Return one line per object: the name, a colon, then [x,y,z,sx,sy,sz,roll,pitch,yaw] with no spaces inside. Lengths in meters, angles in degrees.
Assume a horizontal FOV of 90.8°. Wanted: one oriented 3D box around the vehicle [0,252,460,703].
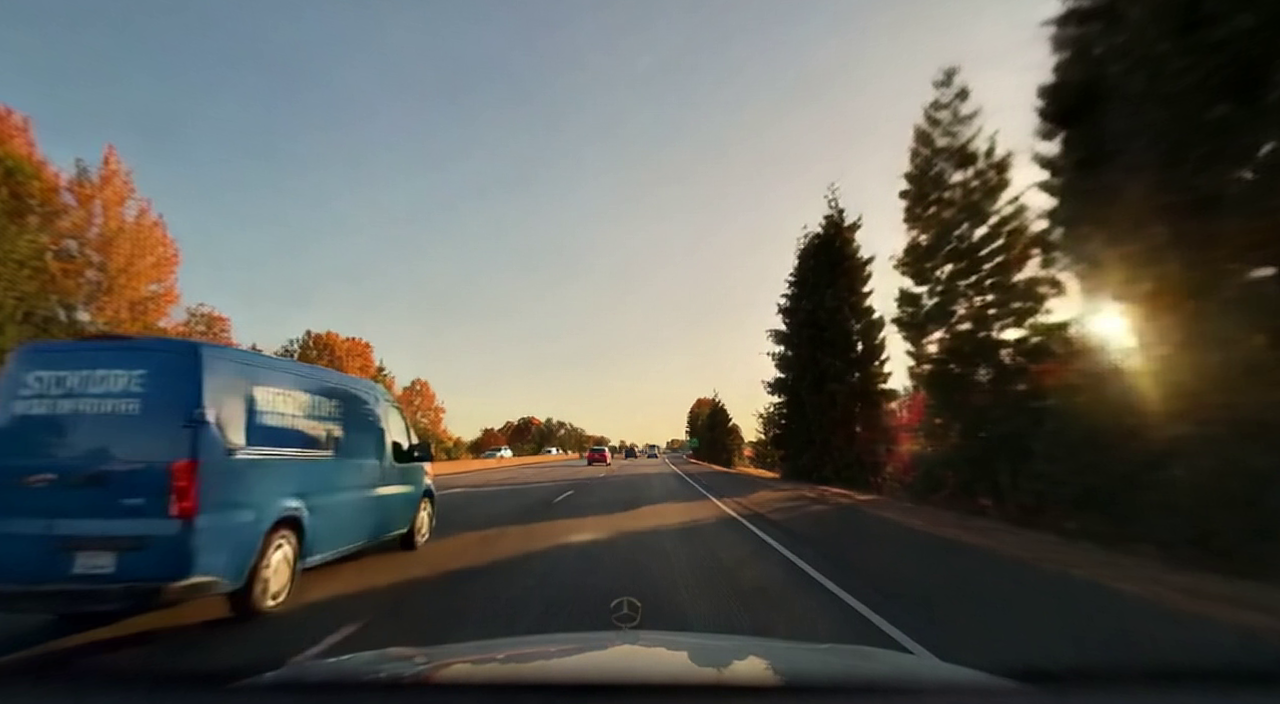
vehicle: [-3.627,1.040,5.712,2.360,2.367,5.223,0,-8,1]
